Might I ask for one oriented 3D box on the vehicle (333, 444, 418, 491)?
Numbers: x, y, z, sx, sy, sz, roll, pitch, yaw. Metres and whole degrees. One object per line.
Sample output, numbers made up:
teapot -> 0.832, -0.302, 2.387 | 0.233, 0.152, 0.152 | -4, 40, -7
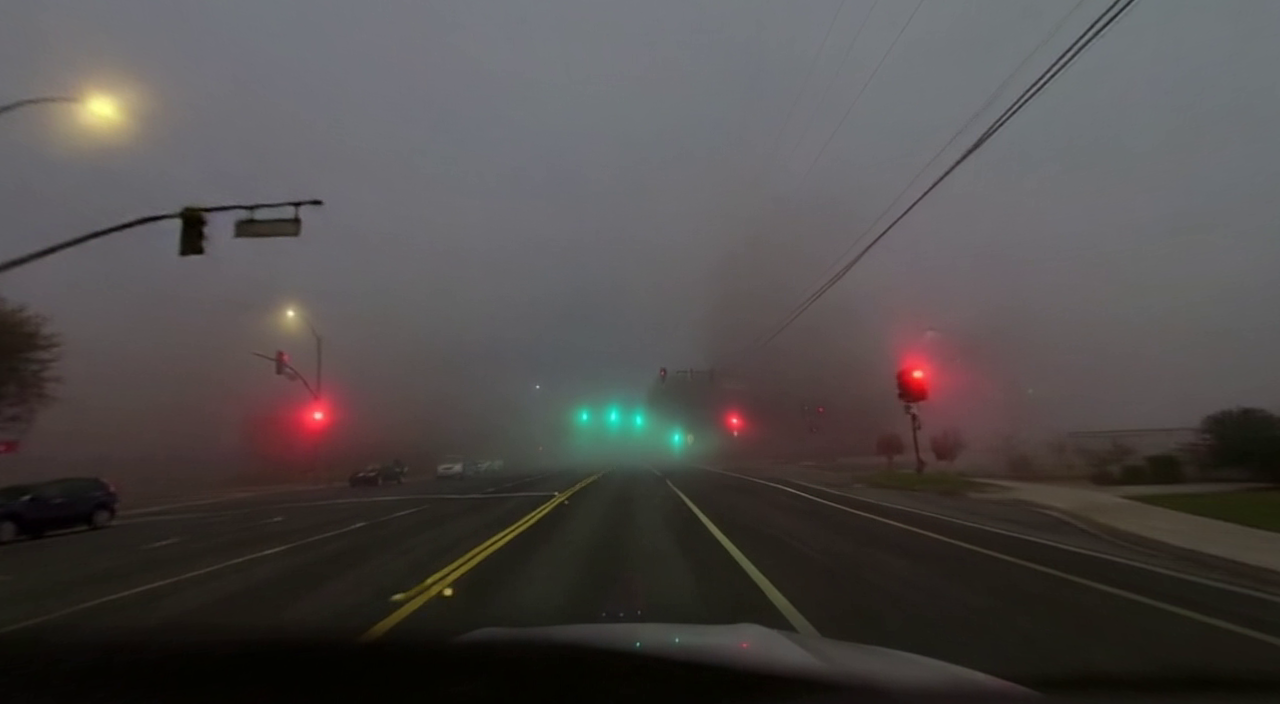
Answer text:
vehicle -> -13.830, 6.030, 33.435 | 2.346, 2.217, 5.290 | 0, -9, -2

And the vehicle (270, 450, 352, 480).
vehicle -> -21.298, 7.310, 41.040 | 4.323, 1.678, 1.890 | -2, -7, -2

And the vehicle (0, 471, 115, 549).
vehicle -> -14.038, 3.385, 13.575 | 1.888, 1.470, 4.282 | 0, -9, -1
